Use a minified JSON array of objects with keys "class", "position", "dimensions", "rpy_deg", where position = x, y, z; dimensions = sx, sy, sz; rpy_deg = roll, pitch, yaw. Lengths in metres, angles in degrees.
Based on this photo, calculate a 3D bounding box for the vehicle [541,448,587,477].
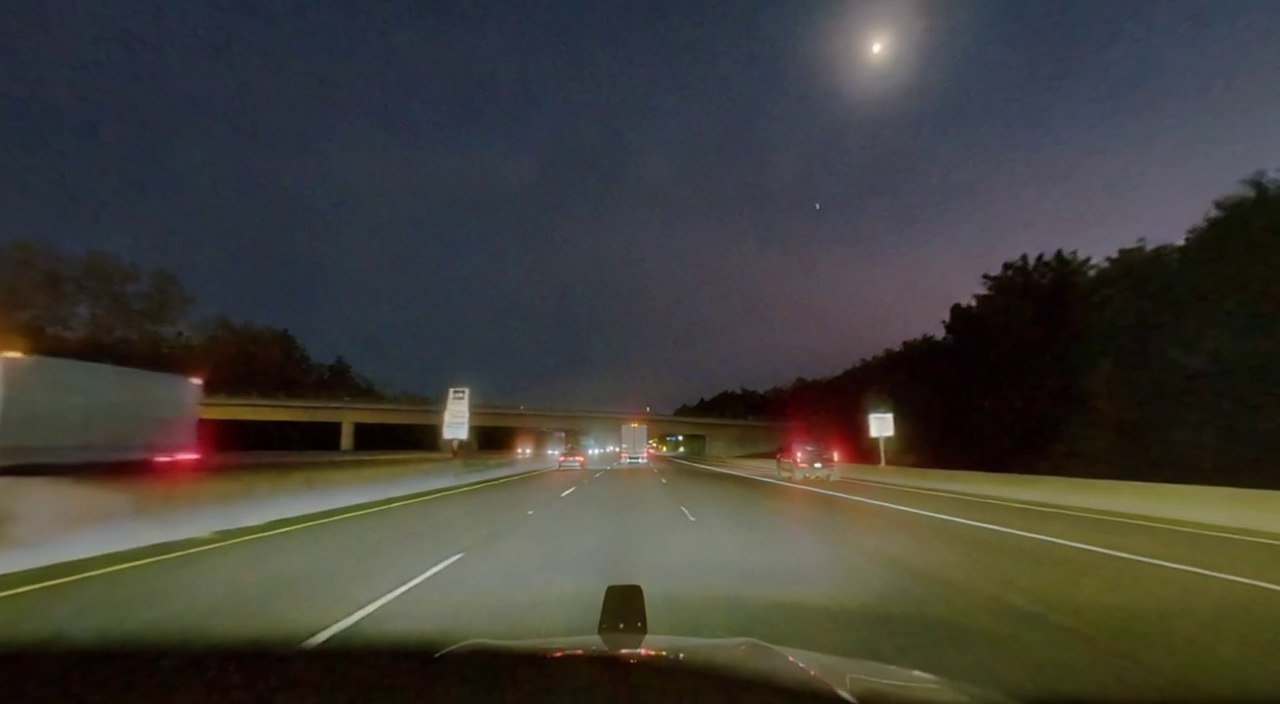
[{"class":"vehicle","position":[-4.201,6.210,35.645],"dimensions":[2.042,1.526,4.516],"rpy_deg":[0,-9,0]}]

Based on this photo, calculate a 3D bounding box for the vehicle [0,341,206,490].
[{"class":"vehicle","position":[-16.714,1.938,17.718],"dimensions":[2.946,3.523,8.294],"rpy_deg":[0,-9,0]}]
